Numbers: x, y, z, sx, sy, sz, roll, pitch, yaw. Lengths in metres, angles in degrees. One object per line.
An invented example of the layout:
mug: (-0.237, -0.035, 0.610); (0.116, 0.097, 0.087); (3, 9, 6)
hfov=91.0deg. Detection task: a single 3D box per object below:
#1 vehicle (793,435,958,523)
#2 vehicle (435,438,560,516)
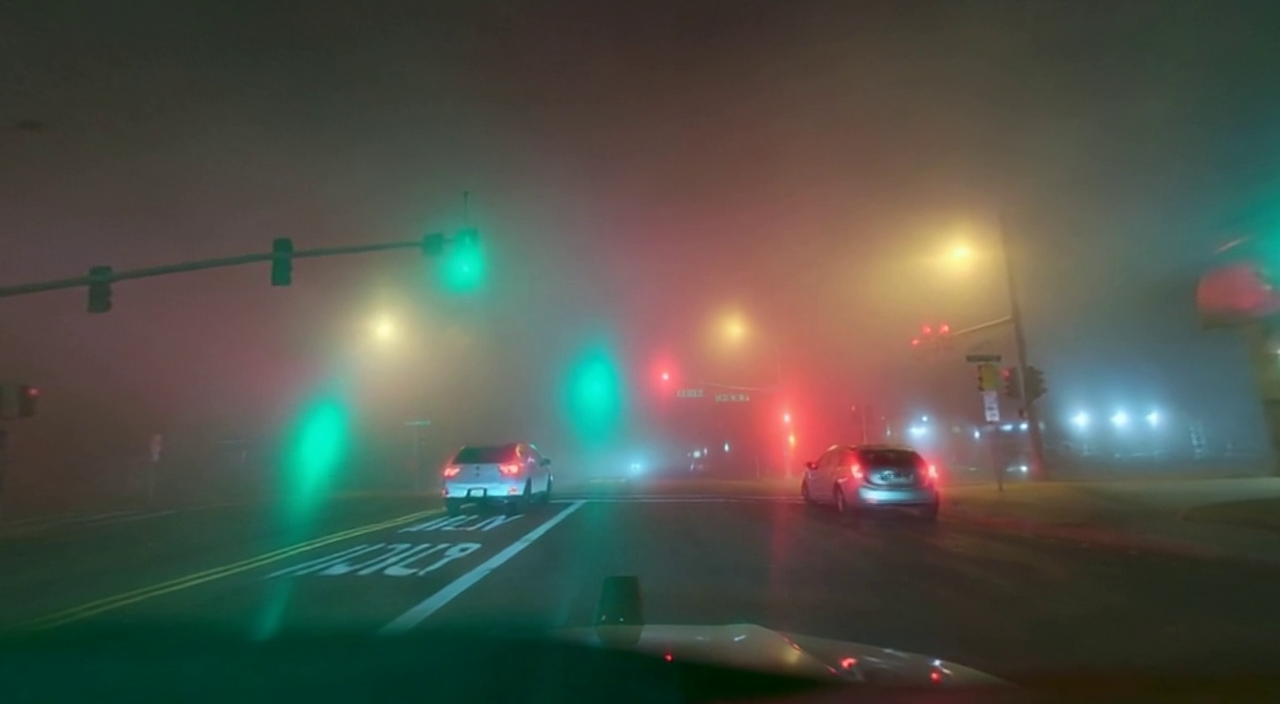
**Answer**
vehicle: (5.054, 2.805, 14.331); (2.039, 1.655, 4.495); (0, -9, 1)
vehicle: (-3.262, 2.985, 15.408); (1.947, 1.627, 4.248); (0, -9, 1)
